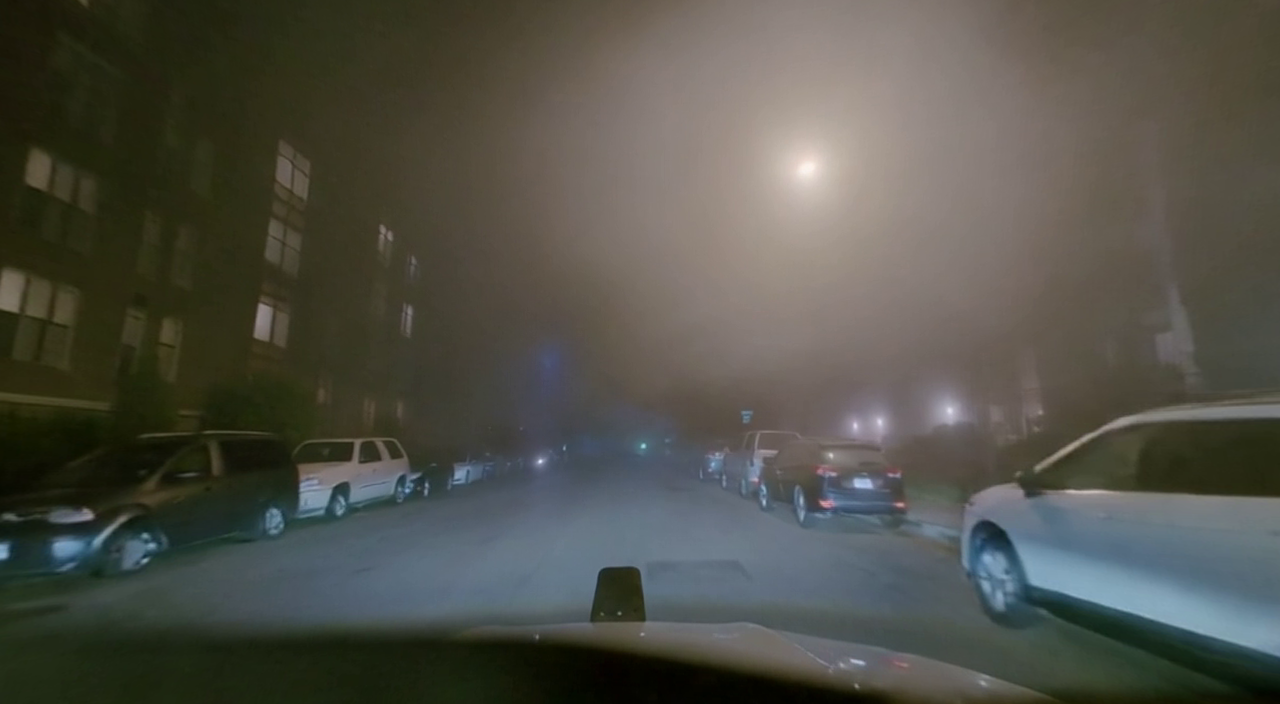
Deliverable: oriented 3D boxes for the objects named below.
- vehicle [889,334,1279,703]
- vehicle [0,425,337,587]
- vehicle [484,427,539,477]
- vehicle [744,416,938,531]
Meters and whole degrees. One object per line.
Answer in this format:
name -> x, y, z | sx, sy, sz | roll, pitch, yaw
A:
vehicle -> 3.936, 1.030, 3.941 | 2.280, 1.850, 5.961 | 0, -8, 0
vehicle -> -7.337, 2.276, 10.051 | 2.384, 1.781, 5.492 | -3, -10, -1
vehicle -> -7.812, 6.170, 38.829 | 2.294, 2.707, 6.199 | -2, -9, -2
vehicle -> 3.784, 2.407, 13.152 | 2.214, 1.885, 5.268 | 0, -8, -1
